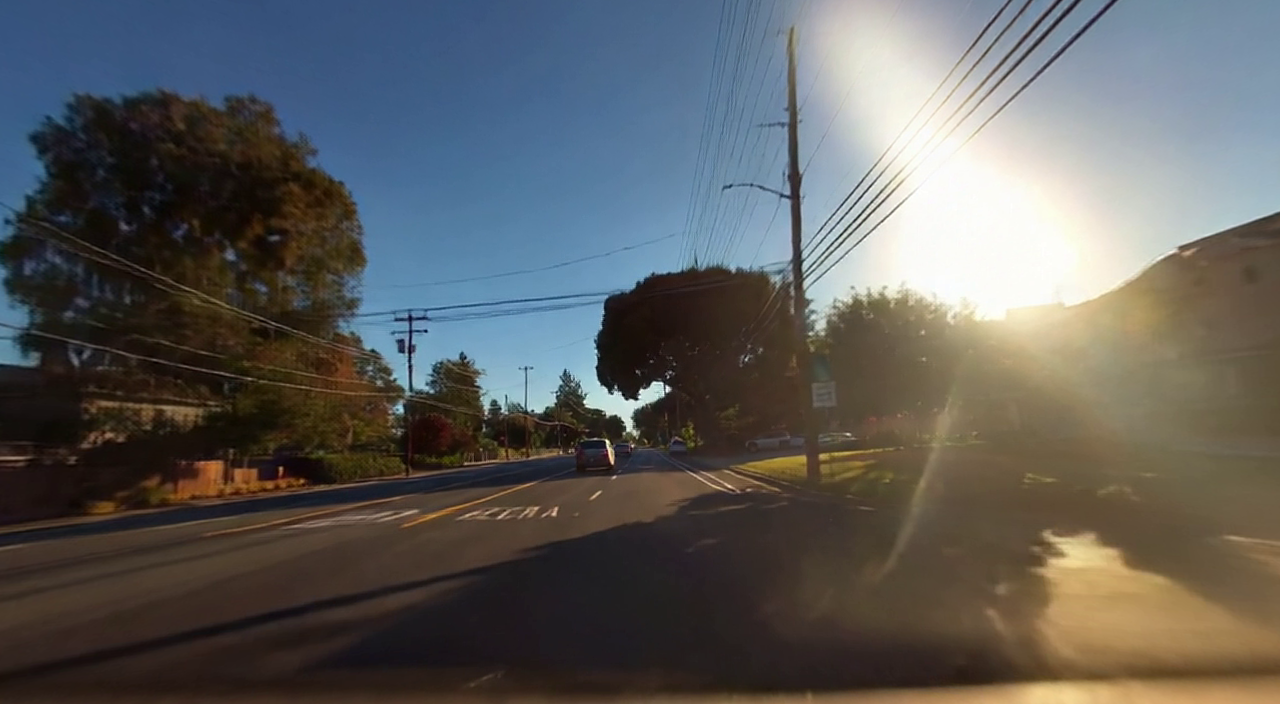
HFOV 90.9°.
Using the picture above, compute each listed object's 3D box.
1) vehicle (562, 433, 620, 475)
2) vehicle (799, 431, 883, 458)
[{"bbox_3d":[-2.317,5.016,31.104,2.327,1.861,4.941,0,-9,2],"label":"vehicle"},{"bbox_3d":[12.043,5.609,37.975,2.212,1.404,4.283,2,-10,-33],"label":"vehicle"}]
